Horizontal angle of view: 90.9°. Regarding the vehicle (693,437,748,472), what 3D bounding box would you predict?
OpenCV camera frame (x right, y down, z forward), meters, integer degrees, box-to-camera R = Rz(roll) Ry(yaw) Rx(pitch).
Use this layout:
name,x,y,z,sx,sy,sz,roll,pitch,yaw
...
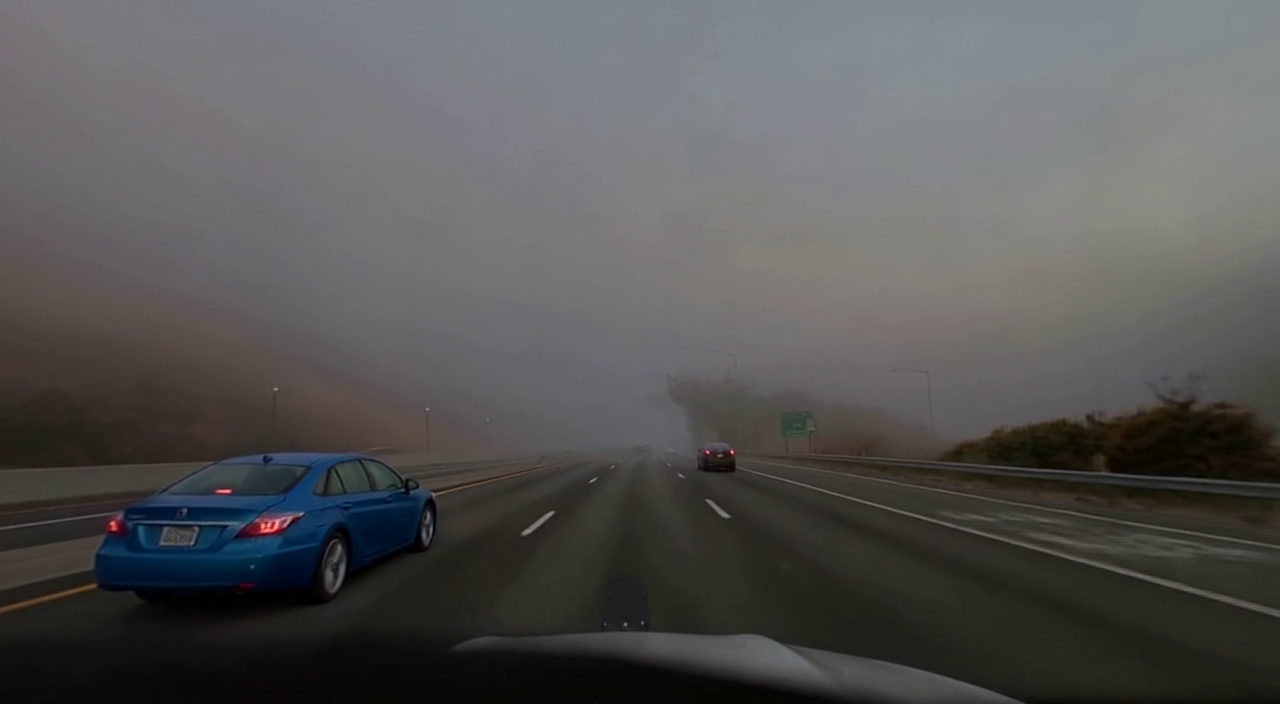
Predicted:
name,x,y,z,sx,sy,sz,roll,pitch,yaw
vehicle,3.708,4.799,29.703,1.916,1.469,4.481,0,-8,-1
